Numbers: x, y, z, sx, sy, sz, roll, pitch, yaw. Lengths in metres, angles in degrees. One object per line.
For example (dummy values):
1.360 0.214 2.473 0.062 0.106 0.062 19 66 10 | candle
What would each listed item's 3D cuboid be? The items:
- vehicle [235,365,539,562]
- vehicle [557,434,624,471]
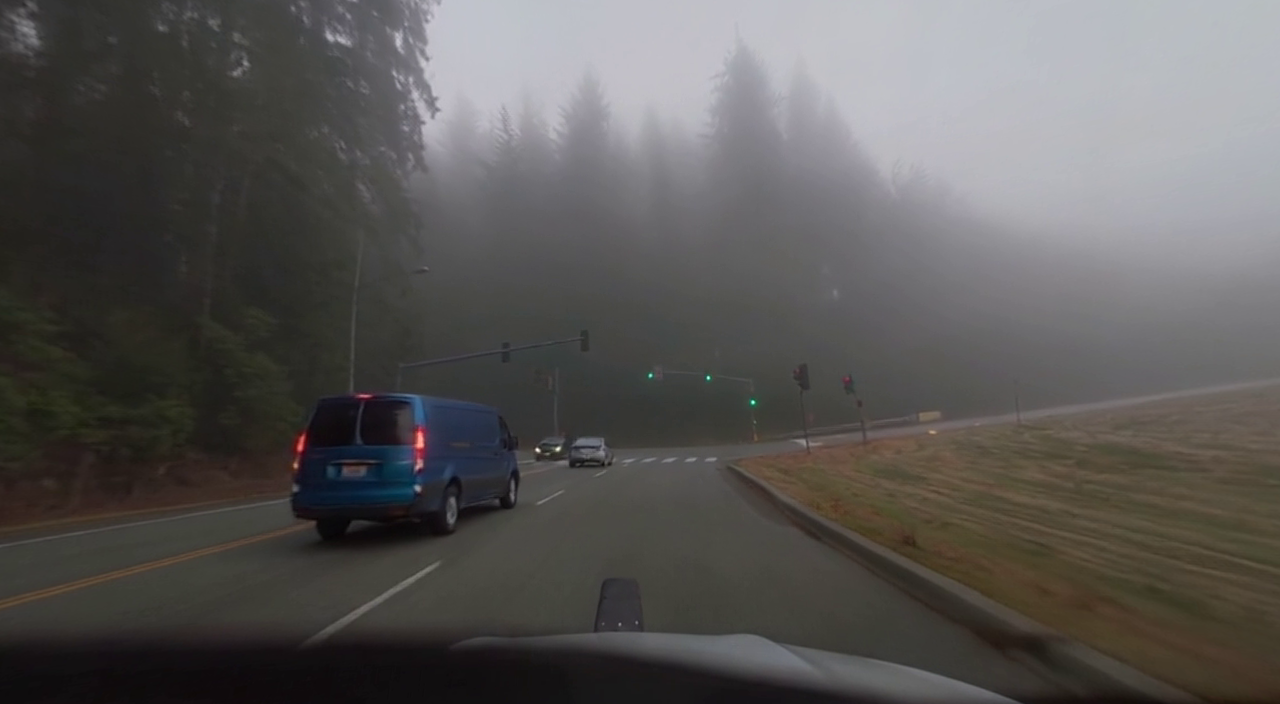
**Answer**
-3.235 1.609 9.683 2.362 2.185 5.212 0 -8 2 | vehicle
-2.093 4.483 28.264 2.088 1.484 4.572 -1 -9 7 | vehicle
